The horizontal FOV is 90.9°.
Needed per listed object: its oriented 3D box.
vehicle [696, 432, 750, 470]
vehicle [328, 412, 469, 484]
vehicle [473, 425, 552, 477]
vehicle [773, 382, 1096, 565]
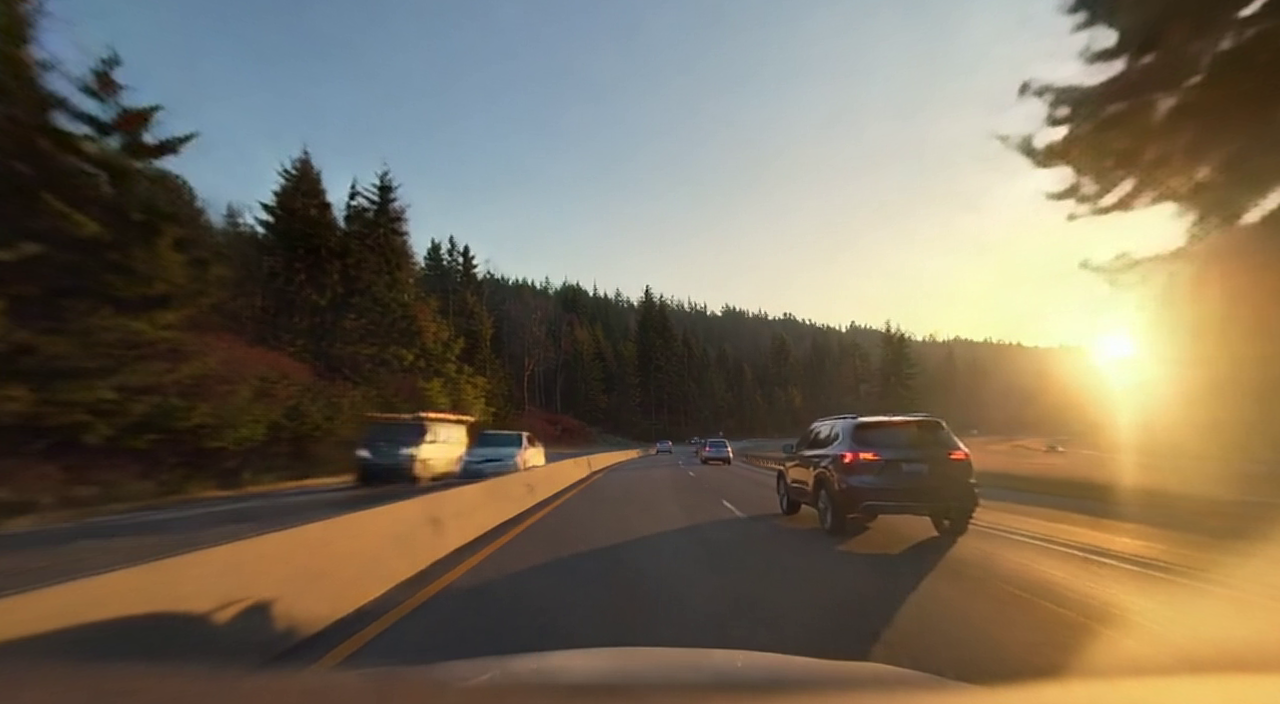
[{"bbox_3d":[4.027,4.911,31.456,2.112,1.708,4.380,-1,-8,1],"label":"vehicle"},{"bbox_3d":[-8.171,3.342,22.252,2.428,2.147,6.184,-1,-8,1],"label":"vehicle"},{"bbox_3d":[-4.610,3.643,23.466,1.965,1.727,4.041,-1,-8,2],"label":"vehicle"},{"bbox_3d":[3.610,1.611,9.114,2.270,1.897,4.822,-1,-8,-1],"label":"vehicle"}]
